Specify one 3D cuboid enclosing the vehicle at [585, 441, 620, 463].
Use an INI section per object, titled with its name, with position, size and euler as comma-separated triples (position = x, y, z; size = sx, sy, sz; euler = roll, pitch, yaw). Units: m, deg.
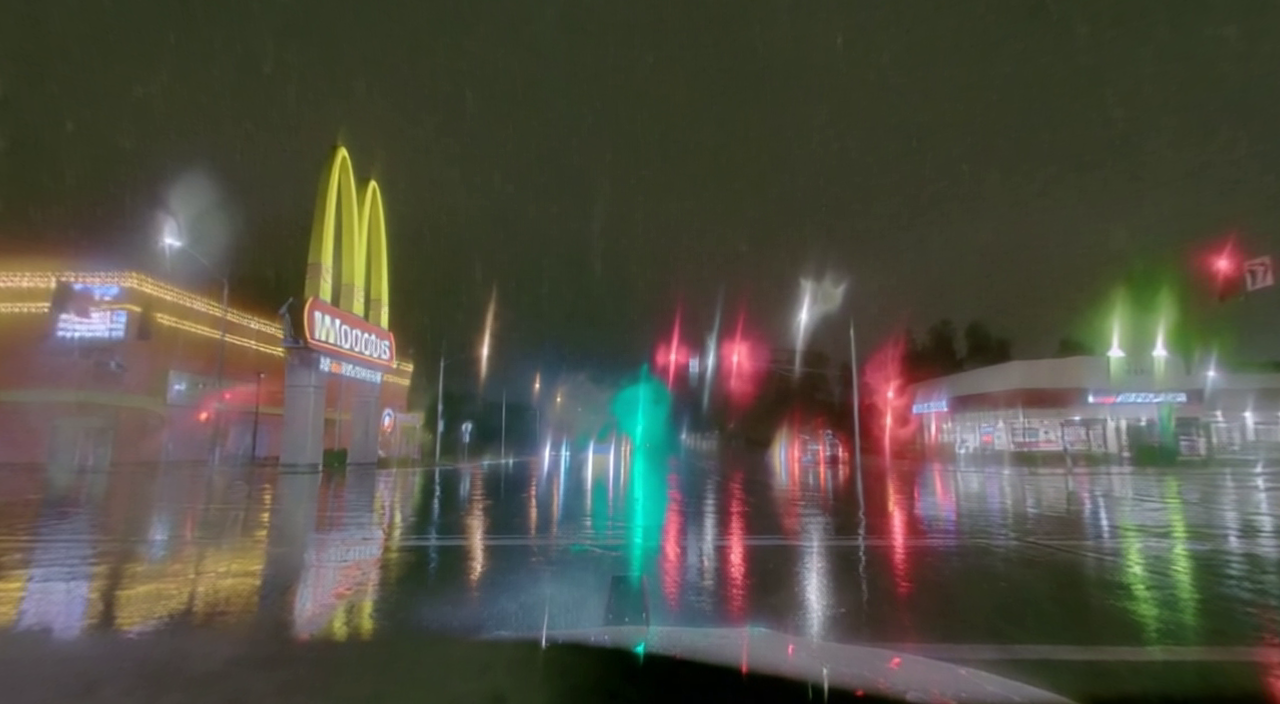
[vehicle]
position = -2.513, 6.869, 43.397
size = 2.104, 1.468, 4.195
euler = 0, -9, 1
